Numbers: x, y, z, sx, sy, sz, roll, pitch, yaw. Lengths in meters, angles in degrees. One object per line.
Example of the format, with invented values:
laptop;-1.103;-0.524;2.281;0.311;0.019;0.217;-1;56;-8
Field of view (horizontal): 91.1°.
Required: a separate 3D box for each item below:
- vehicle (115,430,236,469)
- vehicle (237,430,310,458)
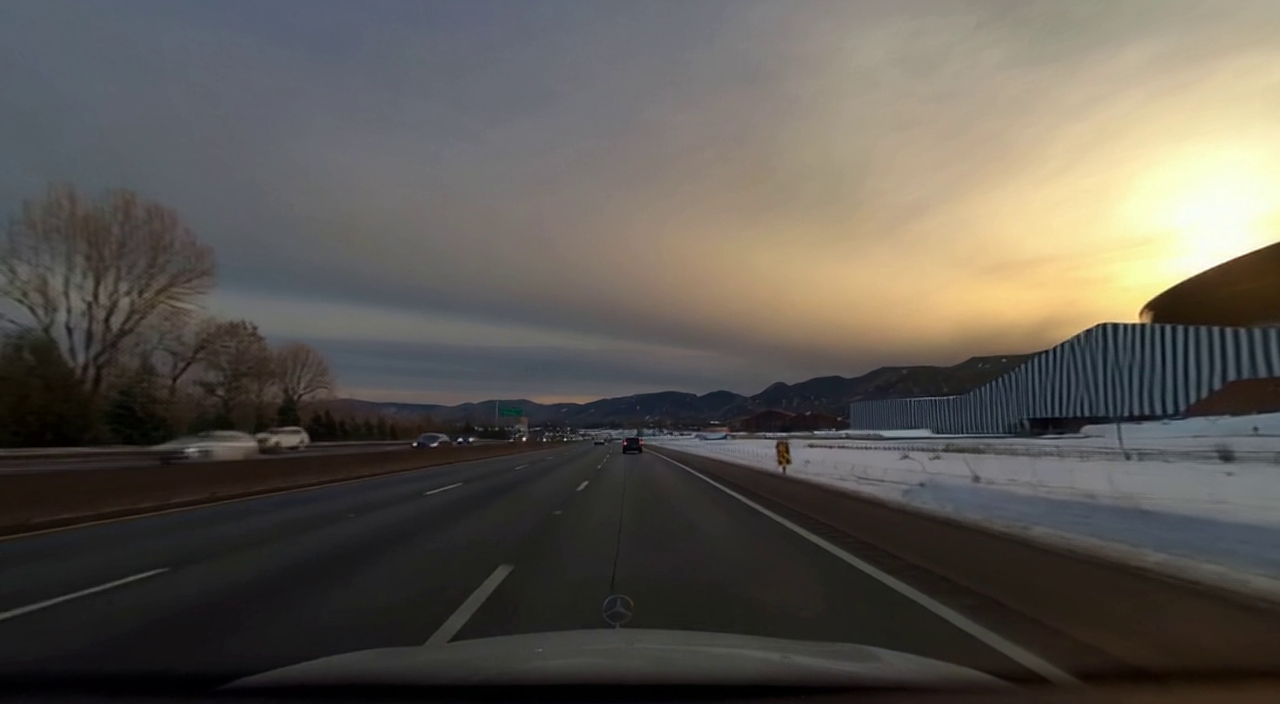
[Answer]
vehicle;-19.416;4.059;26.550;1.857;1.497;4.322;0;-8;-1
vehicle;-23.563;5.913;40.632;2.043;1.668;4.438;0;-8;-1
